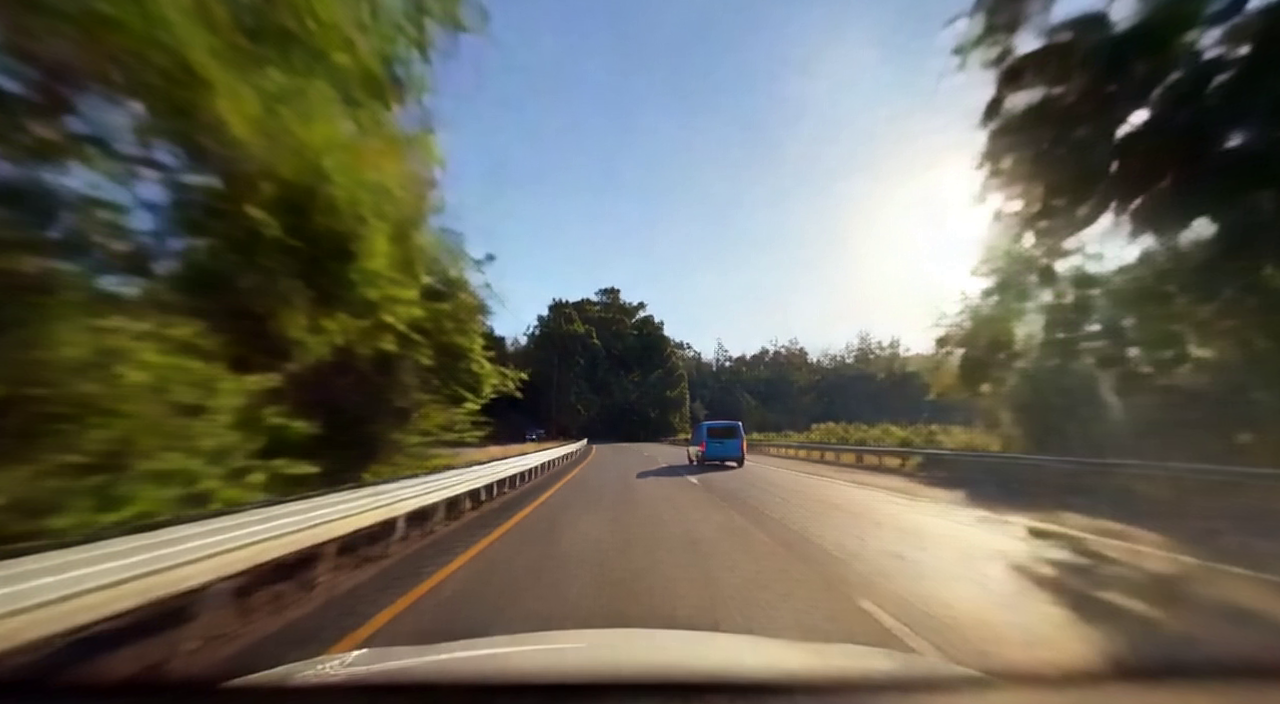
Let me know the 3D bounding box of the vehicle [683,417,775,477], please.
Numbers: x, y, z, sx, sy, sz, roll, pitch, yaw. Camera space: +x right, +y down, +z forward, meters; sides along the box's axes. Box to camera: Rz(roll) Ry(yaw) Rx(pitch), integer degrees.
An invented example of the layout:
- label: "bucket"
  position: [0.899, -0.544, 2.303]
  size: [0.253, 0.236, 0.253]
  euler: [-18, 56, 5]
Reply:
- label: "vehicle"
  position: [2.842, 3.152, 21.261]
  size: [2.240, 1.801, 4.545]
  euler: [0, -8, -3]
